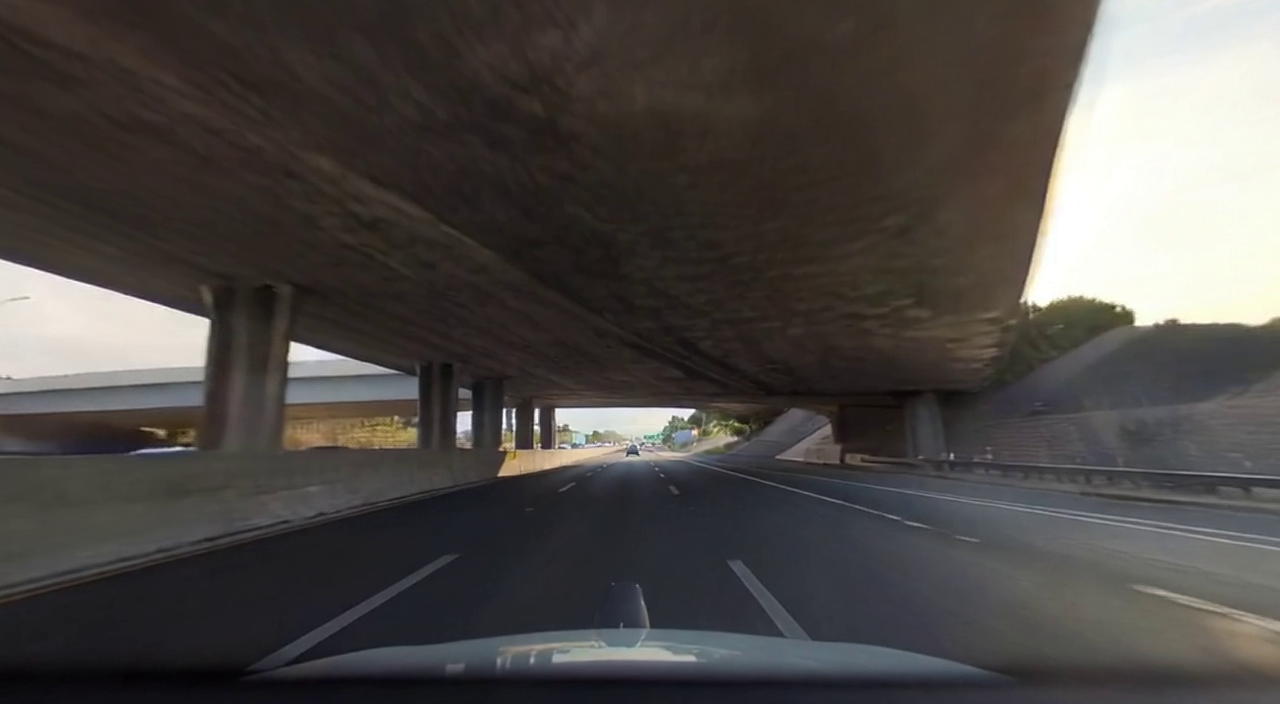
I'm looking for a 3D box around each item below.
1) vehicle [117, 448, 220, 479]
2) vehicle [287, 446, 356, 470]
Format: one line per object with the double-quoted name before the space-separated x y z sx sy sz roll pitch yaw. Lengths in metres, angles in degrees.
"vehicle" -24.159 5.705 32.631 1.825 1.435 4.568 0 -9 0
"vehicle" -20.814 6.919 41.540 1.980 1.493 4.801 0 -9 0
